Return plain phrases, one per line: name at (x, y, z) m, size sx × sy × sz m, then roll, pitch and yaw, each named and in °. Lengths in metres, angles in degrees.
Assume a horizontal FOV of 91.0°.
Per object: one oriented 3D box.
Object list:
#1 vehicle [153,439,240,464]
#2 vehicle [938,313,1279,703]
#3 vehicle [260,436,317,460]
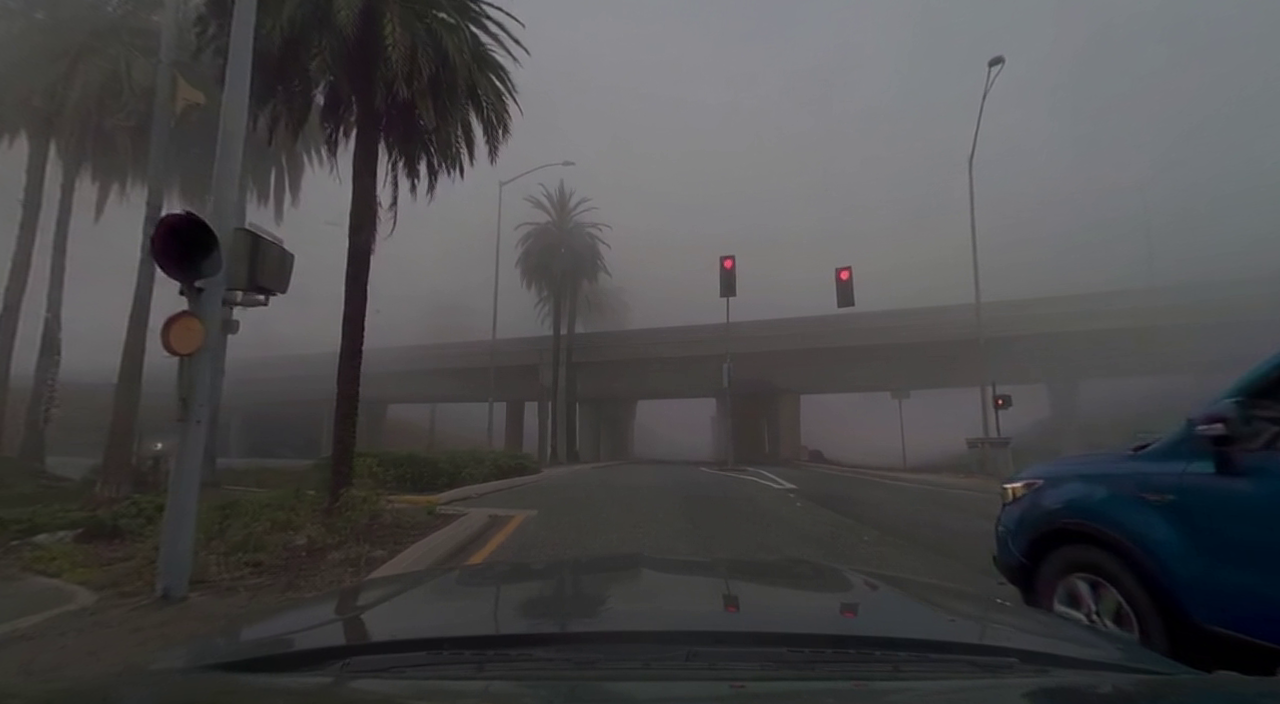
vehicle at (-26.535, 5.974, 37.851) m, size 1.830 × 1.443 × 4.551 m, roll 0°, pitch -9°, yaw 2°
vehicle at (3.450, 0.792, 2.698) m, size 2.028 × 1.770 × 4.737 m, roll 0°, pitch -9°, yaw 0°
vehicle at (-26.238, 7.187, 47.122) m, size 1.941 × 1.631 × 4.017 m, roll 0°, pitch -9°, yaw 0°
